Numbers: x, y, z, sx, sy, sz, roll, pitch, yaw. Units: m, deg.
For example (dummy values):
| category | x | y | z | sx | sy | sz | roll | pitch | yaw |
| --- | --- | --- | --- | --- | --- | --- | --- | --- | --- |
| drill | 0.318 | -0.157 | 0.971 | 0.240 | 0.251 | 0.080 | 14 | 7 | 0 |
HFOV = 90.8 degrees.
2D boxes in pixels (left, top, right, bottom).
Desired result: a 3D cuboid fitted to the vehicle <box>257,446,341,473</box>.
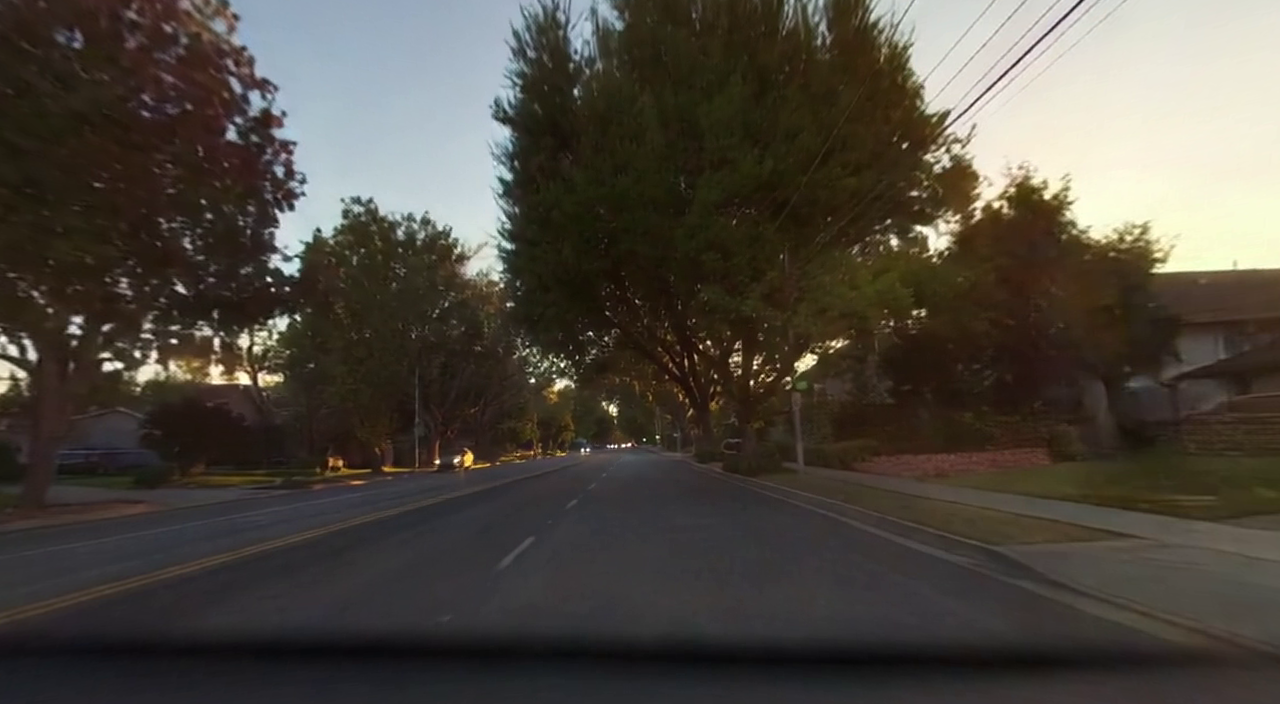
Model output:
| category | x | y | z | sx | sy | sz | roll | pitch | yaw |
| --- | --- | --- | --- | --- | --- | --- | --- | --- | --- |
| vehicle | -22.646 | 7.155 | 42.058 | 4.514 | 1.711 | 1.855 | 0 | -8 | 0 |

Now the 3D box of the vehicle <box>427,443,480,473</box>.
| category | x | y | z | sx | sy | sz | roll | pitch | yaw |
| --- | --- | --- | --- | --- | --- | --- | --- | --- | --- |
| vehicle | -14.406 | 8.199 | 49.232 | 2.324 | 2.216 | 5.998 | 0 | -8 | 0 |
